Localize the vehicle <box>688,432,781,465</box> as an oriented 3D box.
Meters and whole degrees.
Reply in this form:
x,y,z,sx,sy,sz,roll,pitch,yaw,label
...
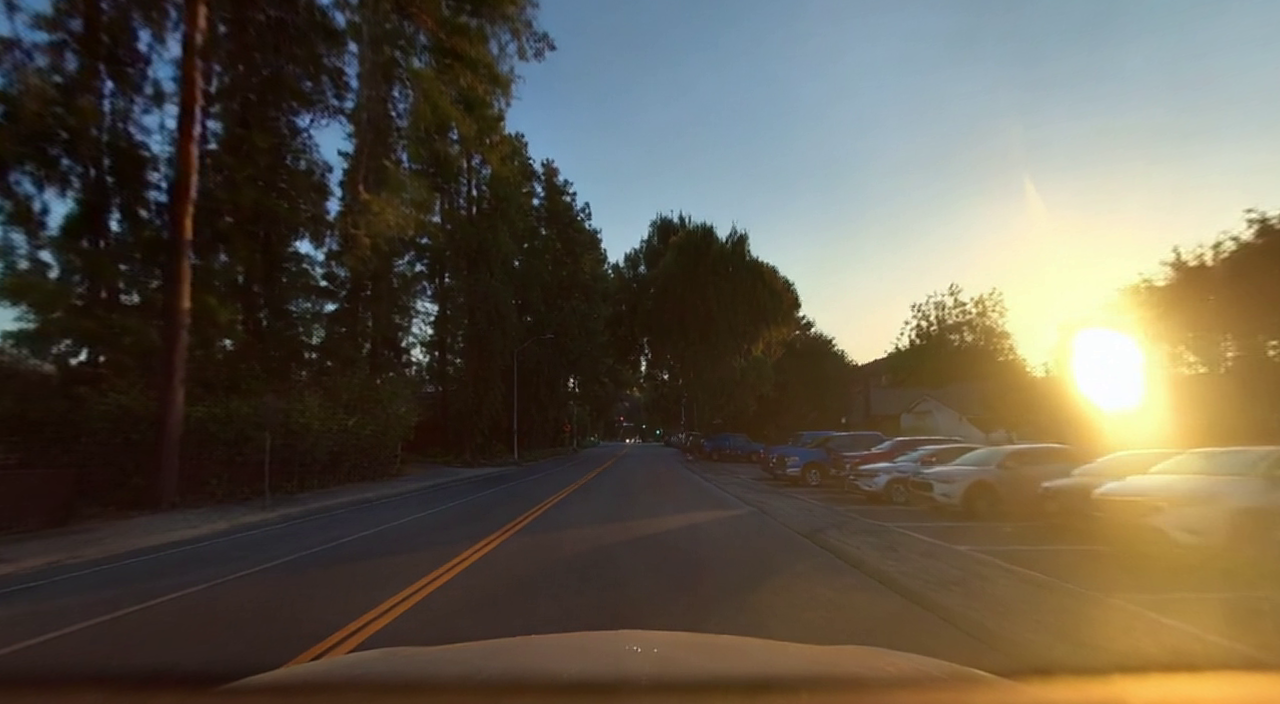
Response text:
x,y,z,sx,sy,sz,roll,pitch,yaw,label
6.252,6.484,42.567,5.797,2.070,2.502,0,-8,-1,vehicle

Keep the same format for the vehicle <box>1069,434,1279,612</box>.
x,y,z,sx,sy,sz,roll,pitch,yaw,label
7.318,1.654,6.720,3.989,1.522,2.104,0,-8,-3,vehicle
